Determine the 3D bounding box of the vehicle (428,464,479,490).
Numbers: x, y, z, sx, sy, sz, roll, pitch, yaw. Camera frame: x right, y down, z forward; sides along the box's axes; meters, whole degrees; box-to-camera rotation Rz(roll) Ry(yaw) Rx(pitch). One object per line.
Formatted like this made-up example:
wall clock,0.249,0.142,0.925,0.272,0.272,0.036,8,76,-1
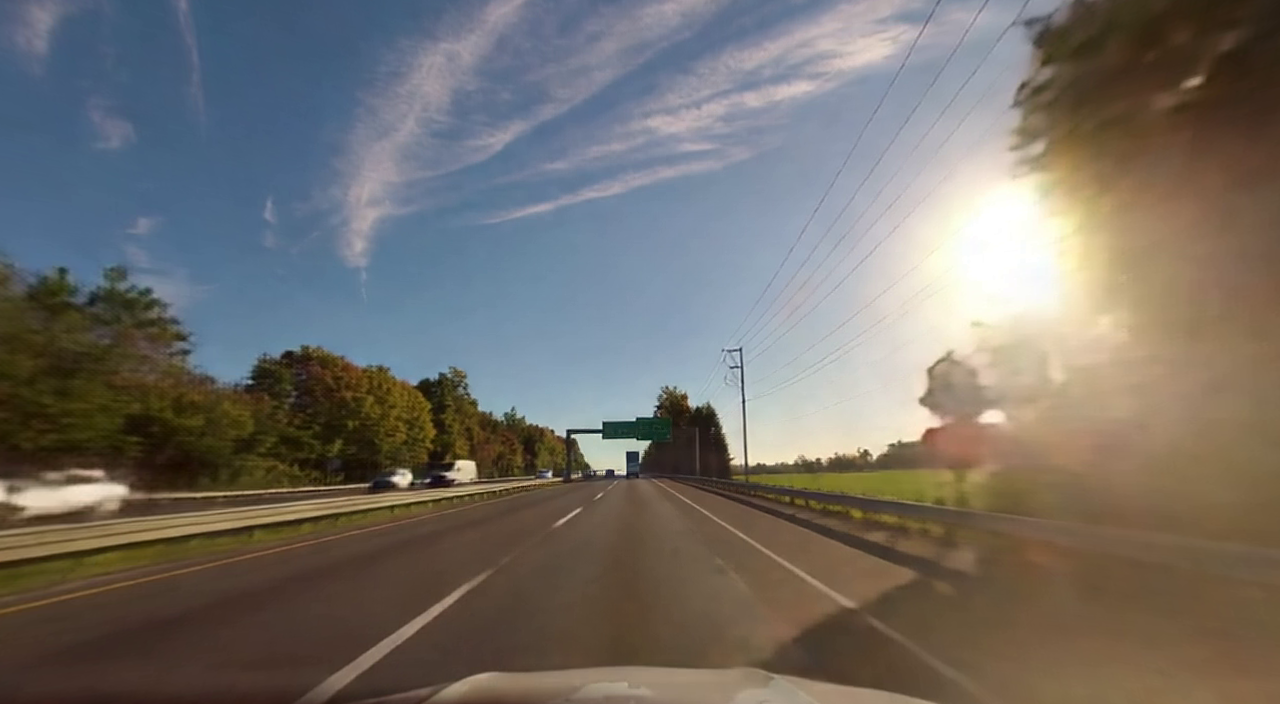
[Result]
vehicle,-12.551,8.476,42.763,2.033,1.649,4.579,1,-11,0

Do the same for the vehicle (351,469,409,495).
vehicle,-16.599,8.336,40.465,1.881,1.500,4.325,1,-11,0
